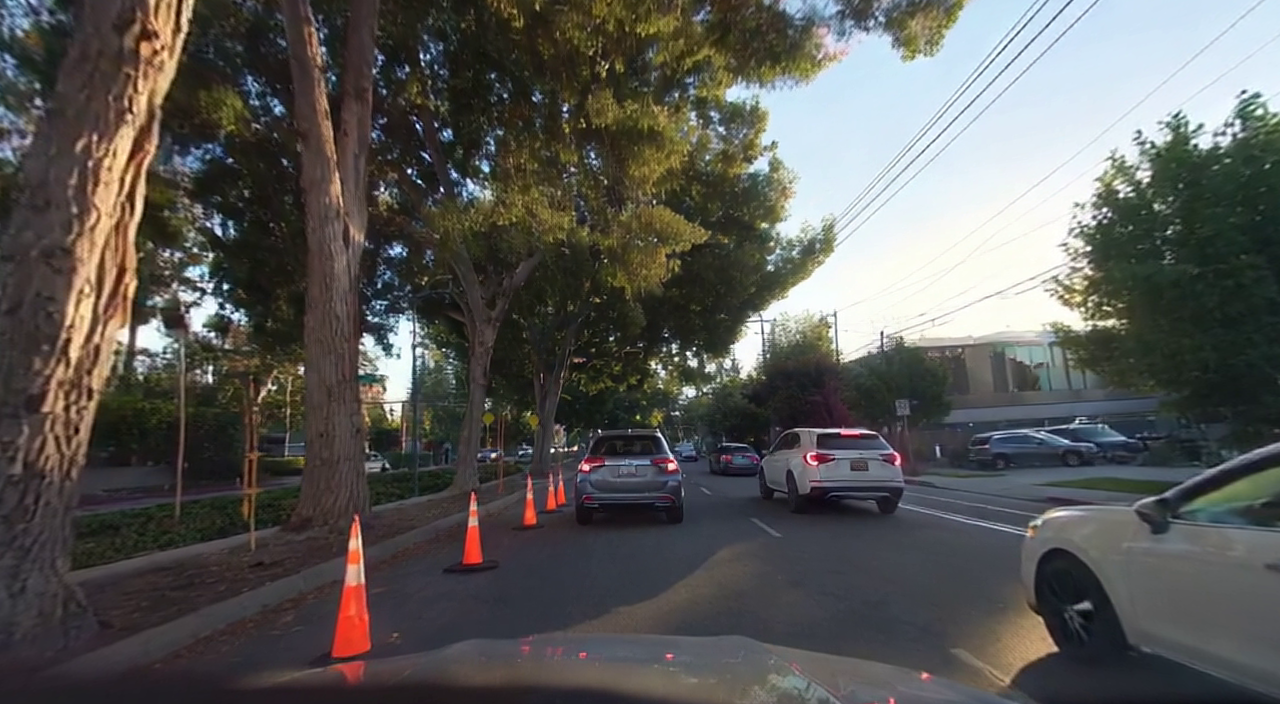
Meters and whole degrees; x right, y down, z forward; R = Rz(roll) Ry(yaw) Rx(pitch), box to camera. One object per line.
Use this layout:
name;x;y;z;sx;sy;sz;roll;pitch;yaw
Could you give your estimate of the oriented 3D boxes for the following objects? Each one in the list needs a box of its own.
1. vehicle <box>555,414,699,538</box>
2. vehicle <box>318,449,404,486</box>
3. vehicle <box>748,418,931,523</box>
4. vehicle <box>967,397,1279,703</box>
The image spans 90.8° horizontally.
vehicle;-0.238;2.062;11.107;2.050;1.745;3.915;0;-8;-1
vehicle;-12.345;5.119;28.282;1.836;1.451;4.456;0;-8;0
vehicle;3.788;2.341;13.076;2.116;1.726;4.672;0;-8;-2
vehicle;3.425;0.891;2.331;1.977;1.460;4.565;0;-8;0
